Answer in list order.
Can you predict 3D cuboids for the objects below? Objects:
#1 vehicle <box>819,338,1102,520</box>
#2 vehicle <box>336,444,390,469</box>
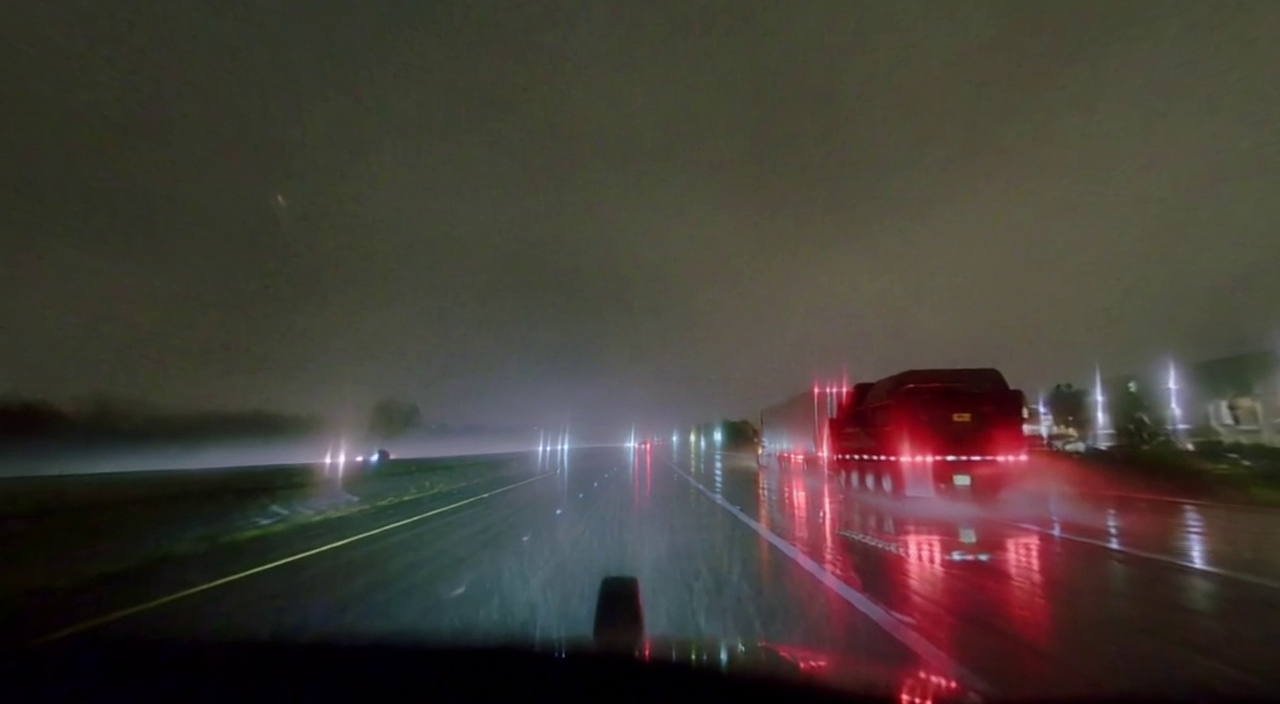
[{"bbox_3d":[6.776,1.919,15.223,2.793,3.204,7.997,0,-8,2],"label":"vehicle"},{"bbox_3d":[-21.748,8.207,49.747,1.999,1.810,4.804,0,-8,1],"label":"vehicle"}]
